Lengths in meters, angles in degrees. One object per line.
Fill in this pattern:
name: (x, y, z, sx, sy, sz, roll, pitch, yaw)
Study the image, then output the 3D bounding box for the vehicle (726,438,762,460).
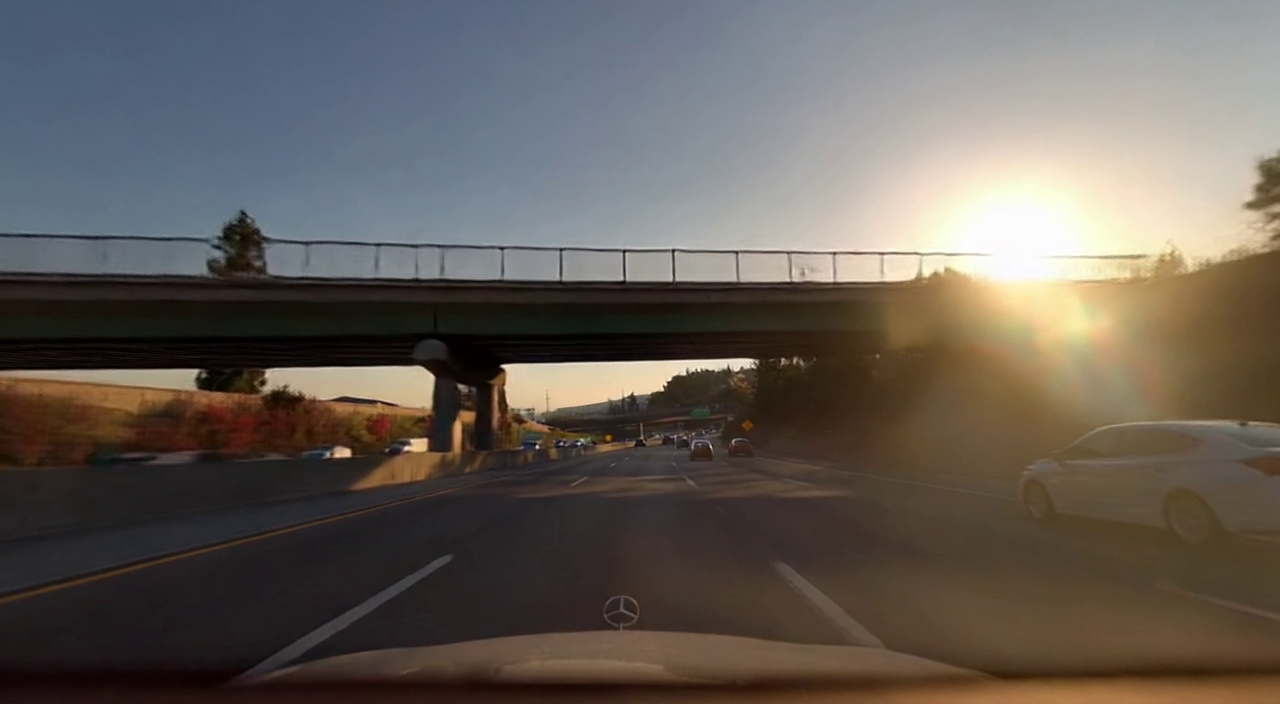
vehicle: (7.851, 7.363, 47.978, 1.989, 1.529, 4.375, 0, -8, 0)

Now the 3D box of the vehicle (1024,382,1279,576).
vehicle: (7.051, 1.381, 7.240, 2.087, 1.806, 4.946, 0, -8, -1)

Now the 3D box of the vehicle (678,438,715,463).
vehicle: (3.465, 6.152, 39.532, 1.981, 1.471, 4.342, -1, -8, 1)
